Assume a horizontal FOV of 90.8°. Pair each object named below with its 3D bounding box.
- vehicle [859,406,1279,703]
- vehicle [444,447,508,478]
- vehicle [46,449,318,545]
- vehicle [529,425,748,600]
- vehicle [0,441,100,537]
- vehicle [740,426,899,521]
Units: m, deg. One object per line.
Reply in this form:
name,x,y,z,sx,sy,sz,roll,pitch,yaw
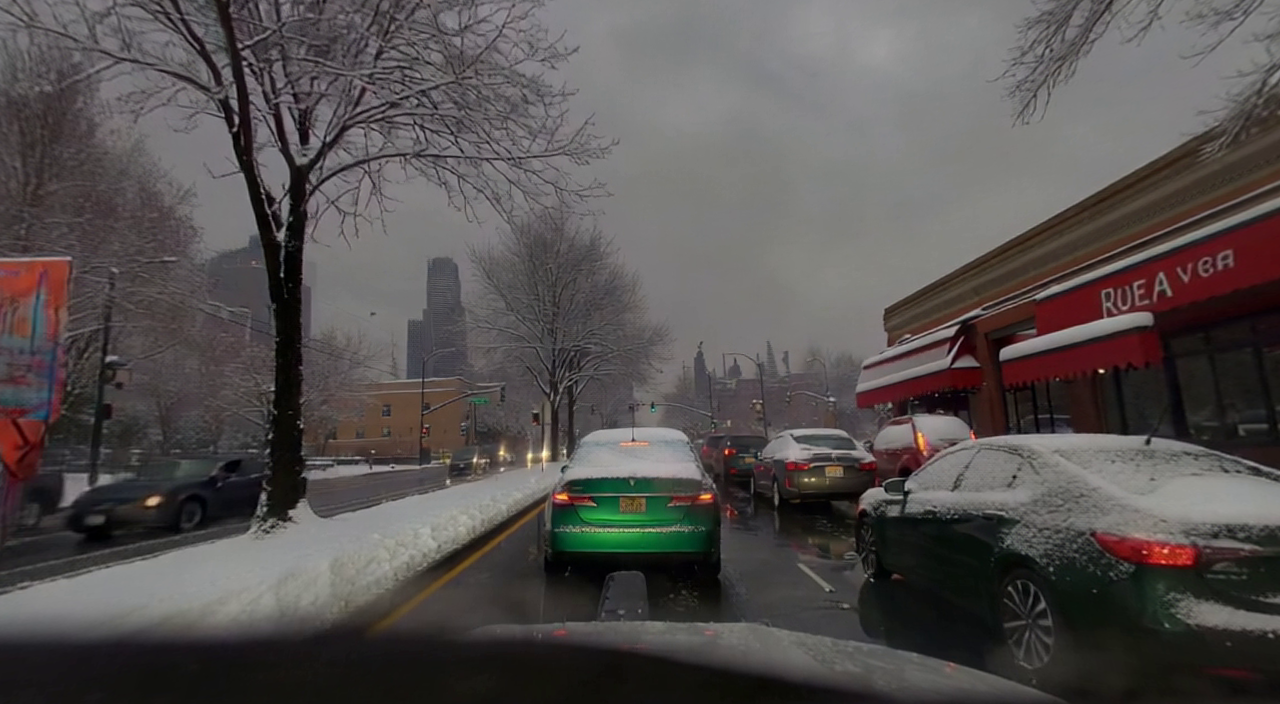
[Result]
vehicle,3.302,1.257,4.487,1.988,1.480,4.195,0,-9,0
vehicle,-8.351,5.633,32.568,2.169,1.477,4.168,0,-9,0
vehicle,-8.113,2.554,11.853,1.850,1.417,4.321,0,-9,0
vehicle,-0.022,1.655,7.297,1.887,1.487,3.535,0,-9,0
vehicle,-13.041,2.589,11.842,2.072,1.773,4.329,0,-9,-2
vehicle,3.535,2.483,13.427,2.025,1.660,4.263,0,-9,-1
